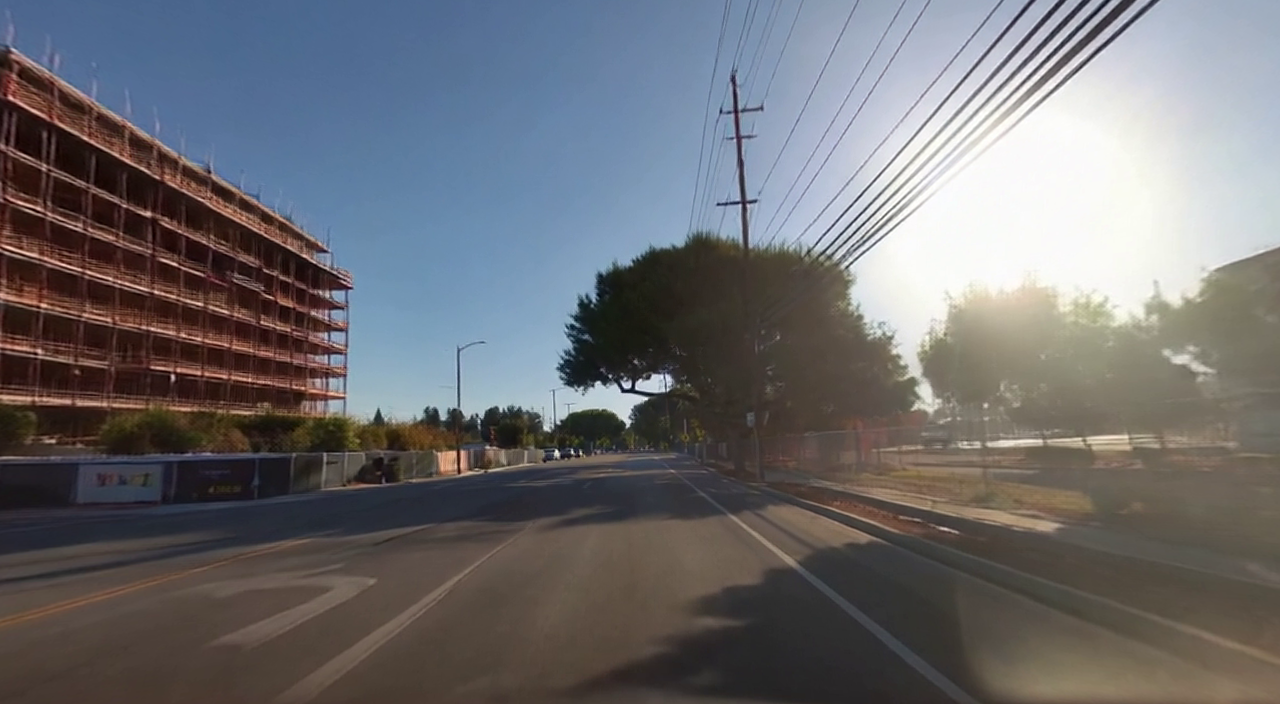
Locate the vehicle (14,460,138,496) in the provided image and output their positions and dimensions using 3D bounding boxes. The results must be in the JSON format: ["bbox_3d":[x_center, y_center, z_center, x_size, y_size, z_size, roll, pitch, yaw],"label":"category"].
[{"bbox_3d":[-26.386,5.887,29.560,3.998,1.574,1.889,0,-9,2],"label":"vehicle"}]

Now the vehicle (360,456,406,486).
[{"bbox_3d":[-15.645,7.168,38.245,2.002,1.683,4.664,5,-11,-28],"label":"vehicle"}]

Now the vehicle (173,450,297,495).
[{"bbox_3d":[-20.300,6.032,31.748,4.712,1.927,2.237,-3,-10,0],"label":"vehicle"}]
